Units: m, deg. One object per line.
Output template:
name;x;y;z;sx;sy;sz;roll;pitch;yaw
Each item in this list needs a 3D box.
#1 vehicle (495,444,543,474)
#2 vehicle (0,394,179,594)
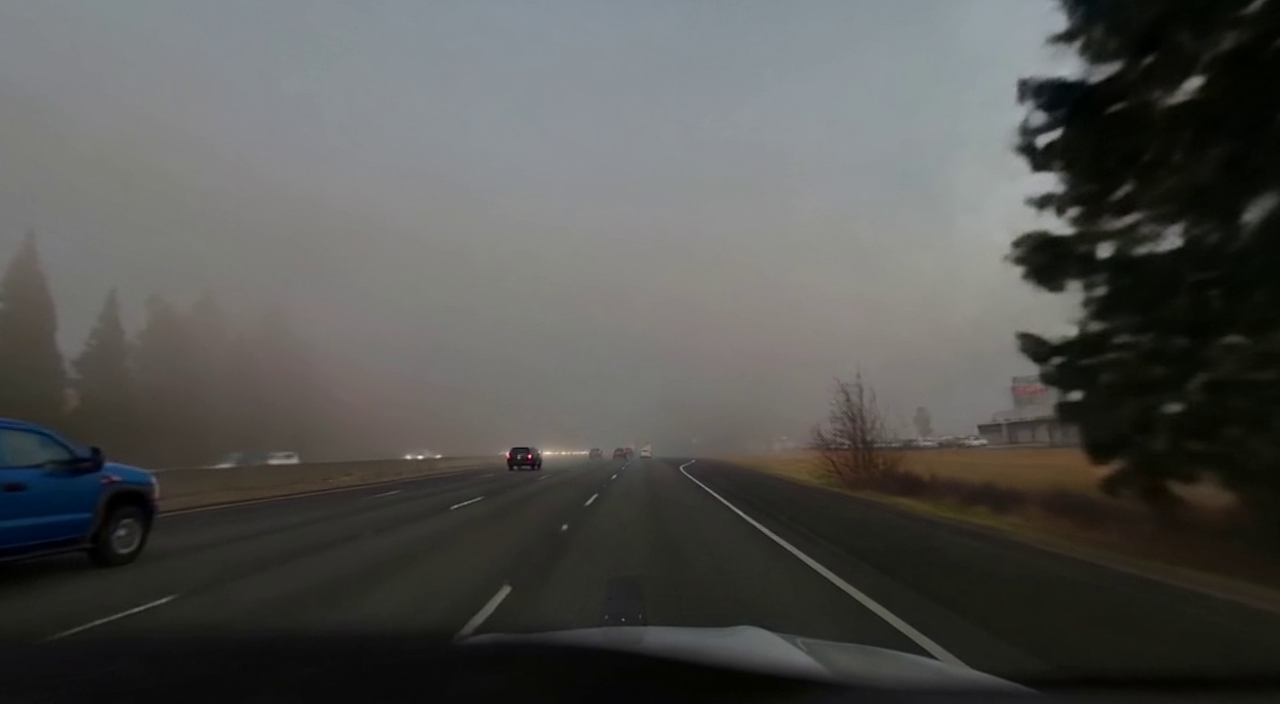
vehicle;-7.251;6.464;38.297;2.021;1.699;4.324;0;-8;1
vehicle;-7.260;1.265;5.337;2.156;1.911;5.956;0;-8;1
